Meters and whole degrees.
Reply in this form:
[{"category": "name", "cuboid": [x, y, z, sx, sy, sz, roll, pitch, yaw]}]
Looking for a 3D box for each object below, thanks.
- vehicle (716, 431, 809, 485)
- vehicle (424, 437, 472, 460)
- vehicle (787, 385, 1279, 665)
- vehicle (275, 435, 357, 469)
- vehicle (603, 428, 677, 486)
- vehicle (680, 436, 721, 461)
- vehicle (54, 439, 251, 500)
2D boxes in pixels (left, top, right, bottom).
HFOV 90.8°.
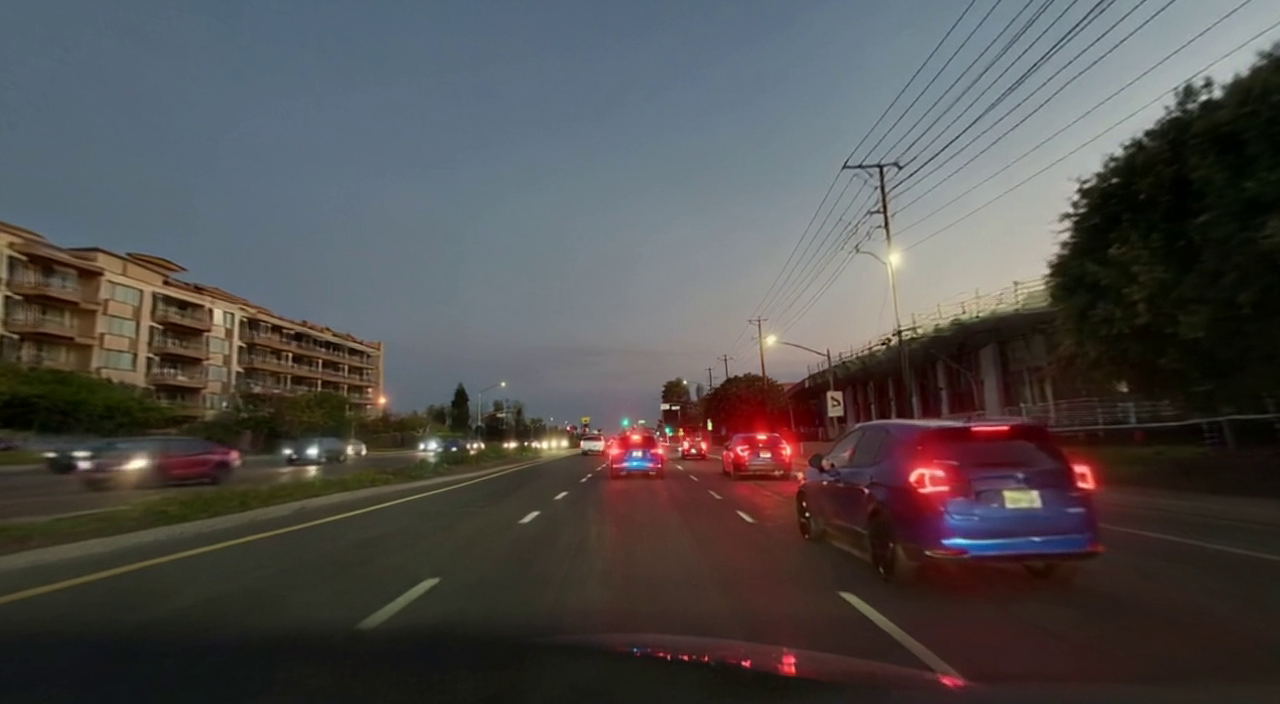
[{"category": "vehicle", "cuboid": [3.825, 3.403, 20.573, 2.086, 1.534, 4.351, 0, -8, -1]}, {"category": "vehicle", "cuboid": [-13.973, 7.045, 46.282, 1.951, 1.538, 4.940, 0, -8, 1]}, {"category": "vehicle", "cuboid": [3.131, 1.376, 6.205, 2.123, 1.657, 4.719, 0, -8, -2]}, {"category": "vehicle", "cuboid": [-17.068, 5.291, 33.607, 1.905, 1.634, 4.617, 0, -8, 0]}, {"category": "vehicle", "cuboid": [-0.018, 3.262, 19.846, 2.073, 1.606, 3.933, 0, -8, -1]}, {"category": "vehicle", "cuboid": [3.699, 5.990, 39.221, 2.054, 1.461, 4.321, 0, -8, -1]}, {"category": "vehicle", "cuboid": [-13.272, 3.199, 17.671, 1.932, 1.455, 4.485, 0, -8, 0]}]
